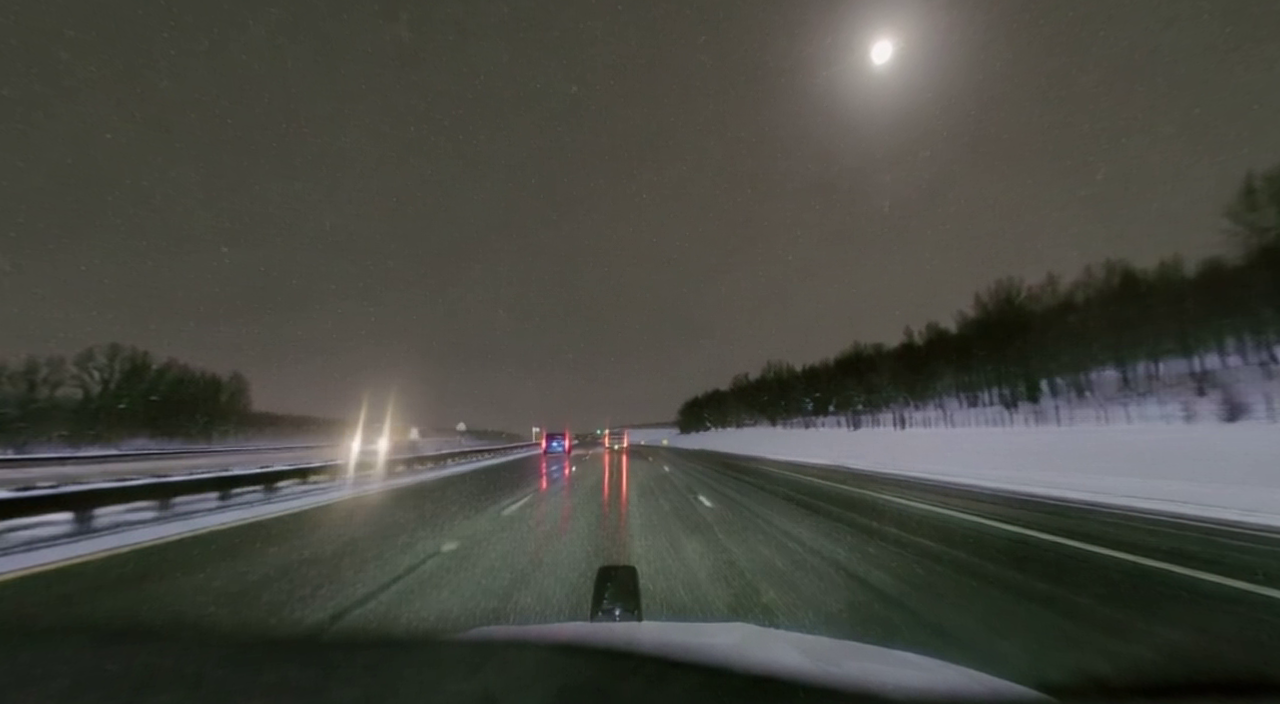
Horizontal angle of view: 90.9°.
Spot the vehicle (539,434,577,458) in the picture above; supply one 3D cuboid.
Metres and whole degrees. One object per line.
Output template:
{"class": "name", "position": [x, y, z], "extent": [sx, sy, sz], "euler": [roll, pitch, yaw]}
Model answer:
{"class": "vehicle", "position": [-5.444, 6.315, 42.566], "extent": [2.141, 1.534, 5.099], "euler": [0, -8, -3]}

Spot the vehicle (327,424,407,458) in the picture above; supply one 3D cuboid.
{"class": "vehicle", "position": [-13.472, 4.413, 31.451], "extent": [1.925, 1.552, 4.875], "euler": [0, -8, -2]}
